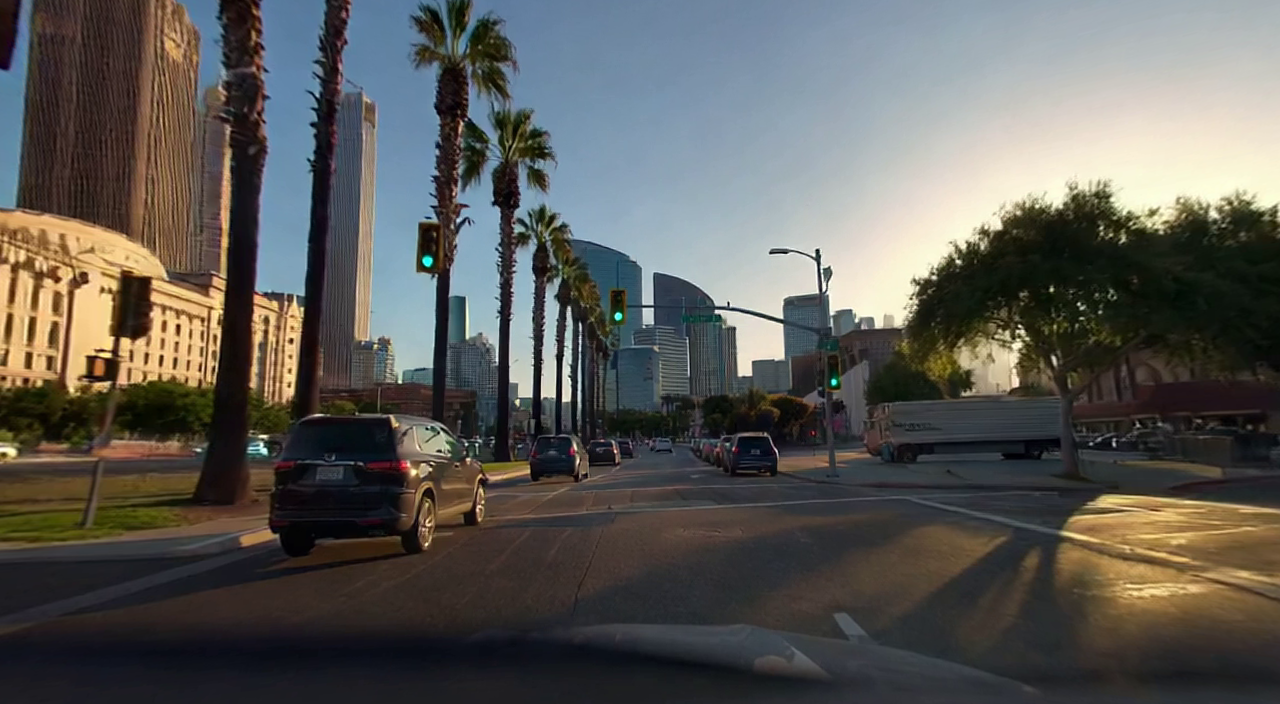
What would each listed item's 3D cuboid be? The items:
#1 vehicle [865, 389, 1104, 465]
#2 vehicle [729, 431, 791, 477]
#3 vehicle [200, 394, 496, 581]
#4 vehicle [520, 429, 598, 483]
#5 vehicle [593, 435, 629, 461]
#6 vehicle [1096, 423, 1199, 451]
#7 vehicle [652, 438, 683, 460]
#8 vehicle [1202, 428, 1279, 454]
[{"bbox_3d":[17.674,4.135,33.149,10.428,3.452,2.869,-8,-11,39],"label":"vehicle"},{"bbox_3d":[4.966,4.281,26.719,1.965,1.735,4.835,0,-8,3],"label":"vehicle"},{"bbox_3d":[-3.332,1.620,8.300,1.800,1.797,4.224,0,-8,1],"label":"vehicle"},{"bbox_3d":[-2.783,3.715,22.738,2.014,1.740,4.392,0,-8,3],"label":"vehicle"},{"bbox_3d":[-1.895,6.485,42.488,1.955,1.637,4.243,0,-8,3],"label":"vehicle"},{"bbox_3d":[32.745,5.564,40.782,1.994,1.685,4.655,2,-9,-20],"label":"vehicle"},{"bbox_3d":[1.906,6.731,43.672,2.036,1.461,3.890,0,-8,3],"label":"vehicle"},{"bbox_3d":[35.289,5.045,35.630,1.754,1.398,4.750,4,-9,-25],"label":"vehicle"}]
